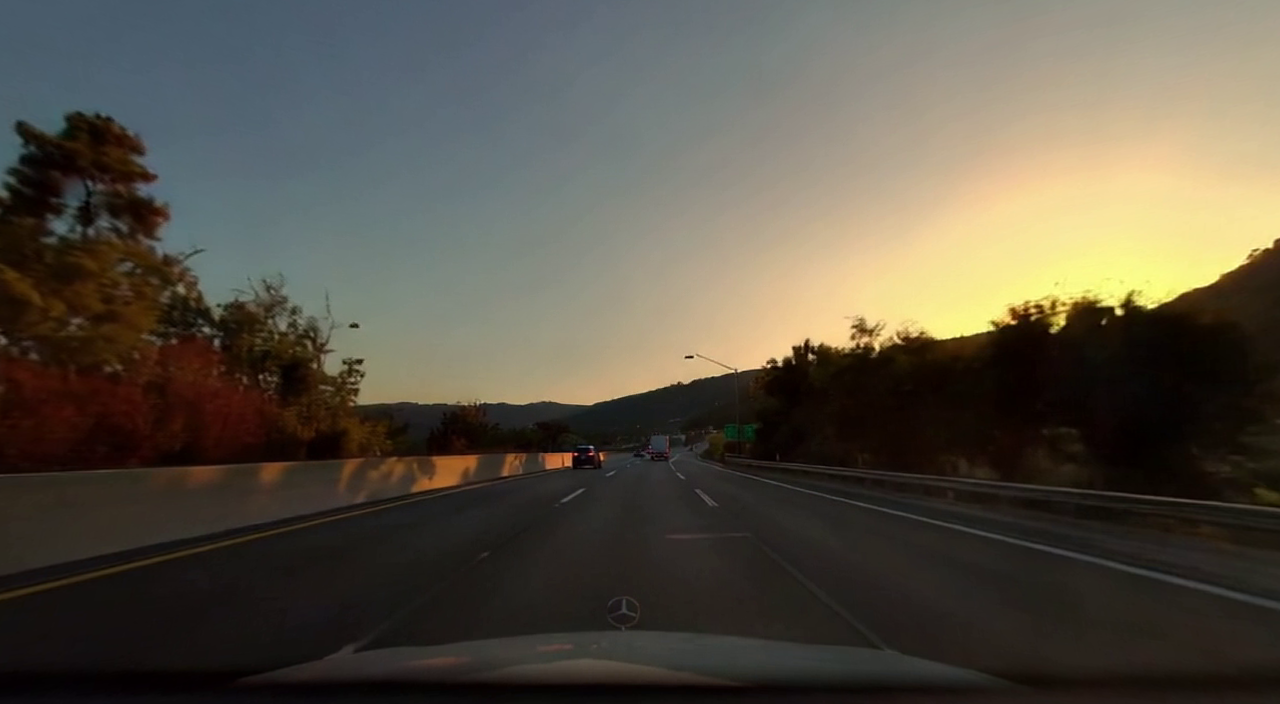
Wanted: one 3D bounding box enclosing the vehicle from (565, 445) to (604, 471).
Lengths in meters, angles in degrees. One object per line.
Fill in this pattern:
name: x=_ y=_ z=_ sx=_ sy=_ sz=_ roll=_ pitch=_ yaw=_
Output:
vehicle: x=-3.629 y=6.990 z=41.716 sx=2.035 sy=1.595 sz=4.022 roll=0 pitch=-9 yaw=2
